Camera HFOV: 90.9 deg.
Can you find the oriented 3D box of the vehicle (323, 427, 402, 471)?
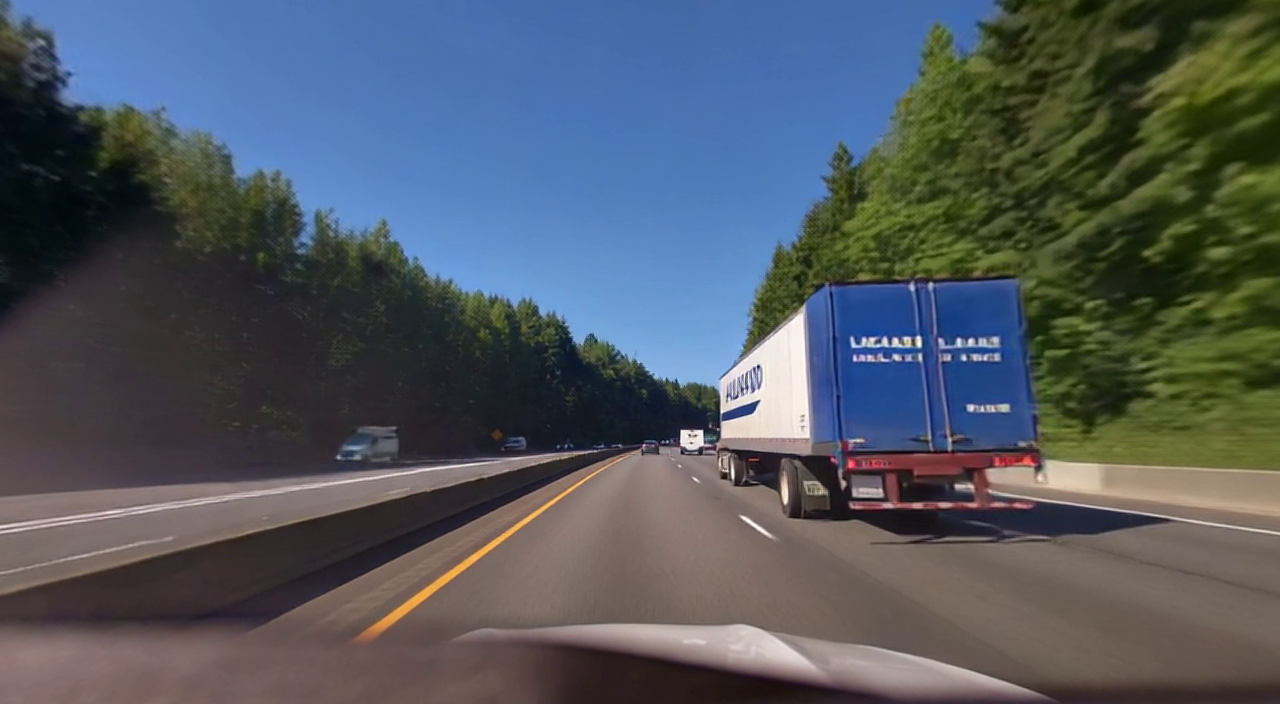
[{"bbox_3d":[-17.625,6.193,40.421,2.420,2.549,5.415,-1,-8,2],"label":"vehicle"}]

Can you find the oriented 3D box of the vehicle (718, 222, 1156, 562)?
[{"bbox_3d":[4.321,1.354,14.384,3.171,4.072,13.784,0,-8,0],"label":"vehicle"}]
